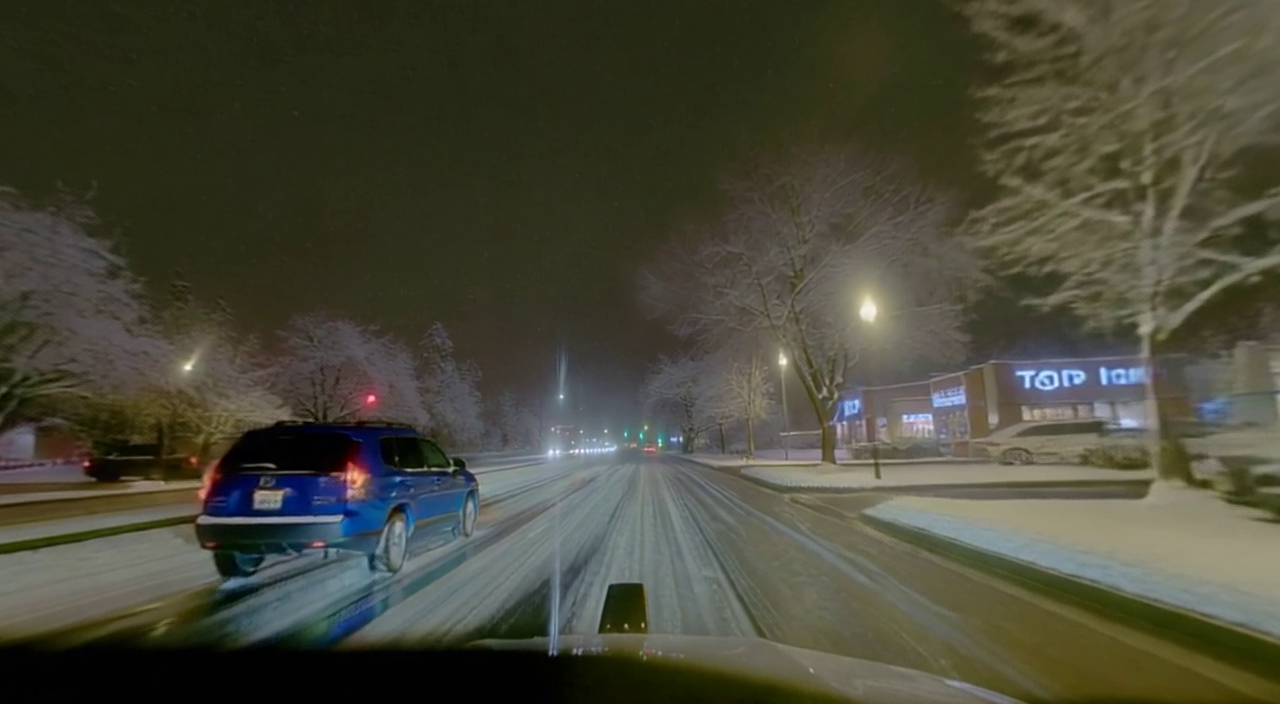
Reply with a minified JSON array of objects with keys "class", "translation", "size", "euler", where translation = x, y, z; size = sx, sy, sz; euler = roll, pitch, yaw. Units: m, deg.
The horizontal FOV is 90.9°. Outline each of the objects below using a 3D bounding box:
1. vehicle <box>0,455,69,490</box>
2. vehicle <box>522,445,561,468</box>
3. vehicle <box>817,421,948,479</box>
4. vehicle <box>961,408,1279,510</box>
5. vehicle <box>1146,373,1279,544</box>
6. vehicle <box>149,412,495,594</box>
[{"class":"vehicle","translation":[-35.384,6.709,35.167],"size":[4.807,1.798,2.191],"euler":[0,-8,1]},{"class":"vehicle","translation":[-6.914,7.374,44.654],"size":[1.990,1.483,4.410],"euler":[0,-8,1]},{"class":"vehicle","translation":[9.114,3.643,23.560],"size":[4.985,1.918,2.248],"euler":[7,-11,-38]},{"class":"vehicle","translation":[9.346,2.050,12.286],"size":[4.885,1.770,2.267],"euler":[0,-8,1]},{"class":"vehicle","translation":[9.358,1.255,7.508],"size":[4.747,1.861,2.505],"euler":[2,-9,-10]},{"class":"vehicle","translation":[-3.406,1.688,7.922],"size":[2.127,1.654,4.121],"euler":[0,-8,1]}]
